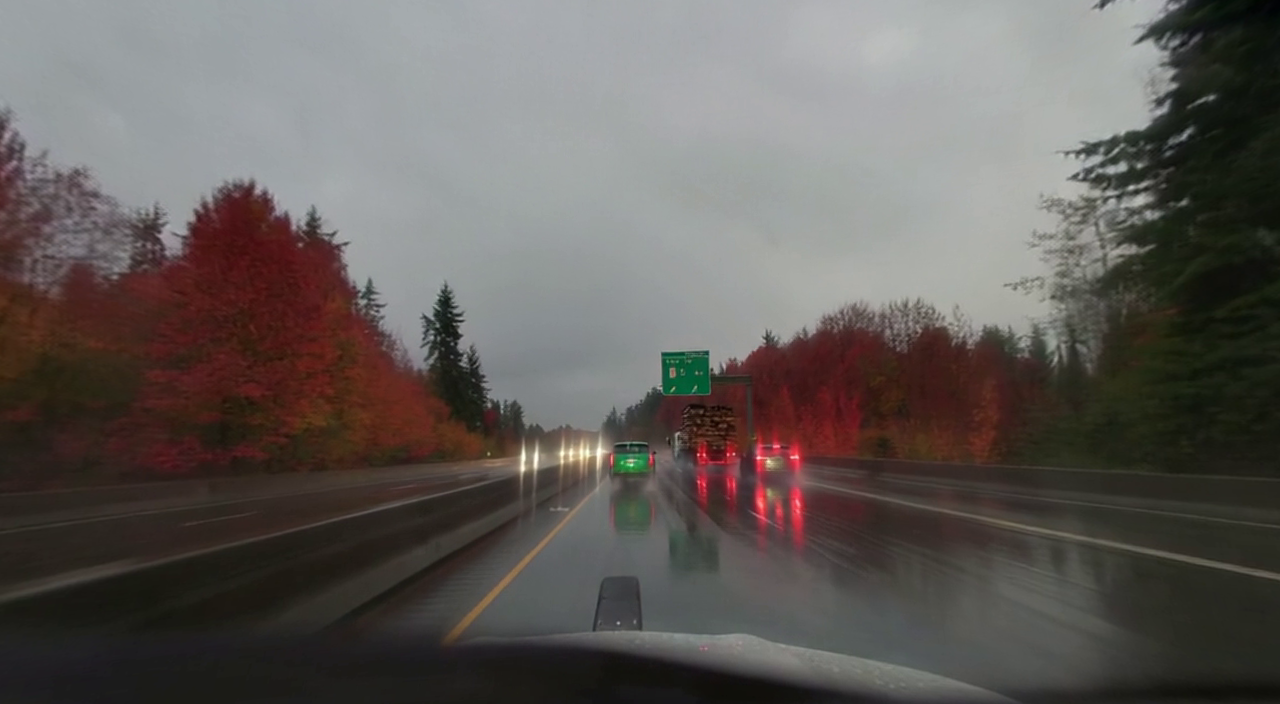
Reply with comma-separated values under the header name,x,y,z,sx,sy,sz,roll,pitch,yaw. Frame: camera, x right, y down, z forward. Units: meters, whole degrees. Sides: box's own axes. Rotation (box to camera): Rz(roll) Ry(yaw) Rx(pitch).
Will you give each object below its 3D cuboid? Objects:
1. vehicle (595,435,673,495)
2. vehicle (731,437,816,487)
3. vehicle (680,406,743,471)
name,x,y,z,sx,sy,sz,roll,pitch,yaw
vehicle,-0.178,3.624,20.407,2.263,1.699,3.936,-1,-9,0
vehicle,4.861,4.097,23.601,2.057,1.660,4.525,0,-9,-2
vehicle,4.616,5.921,42.457,3.125,3.895,8.461,0,-9,-1
